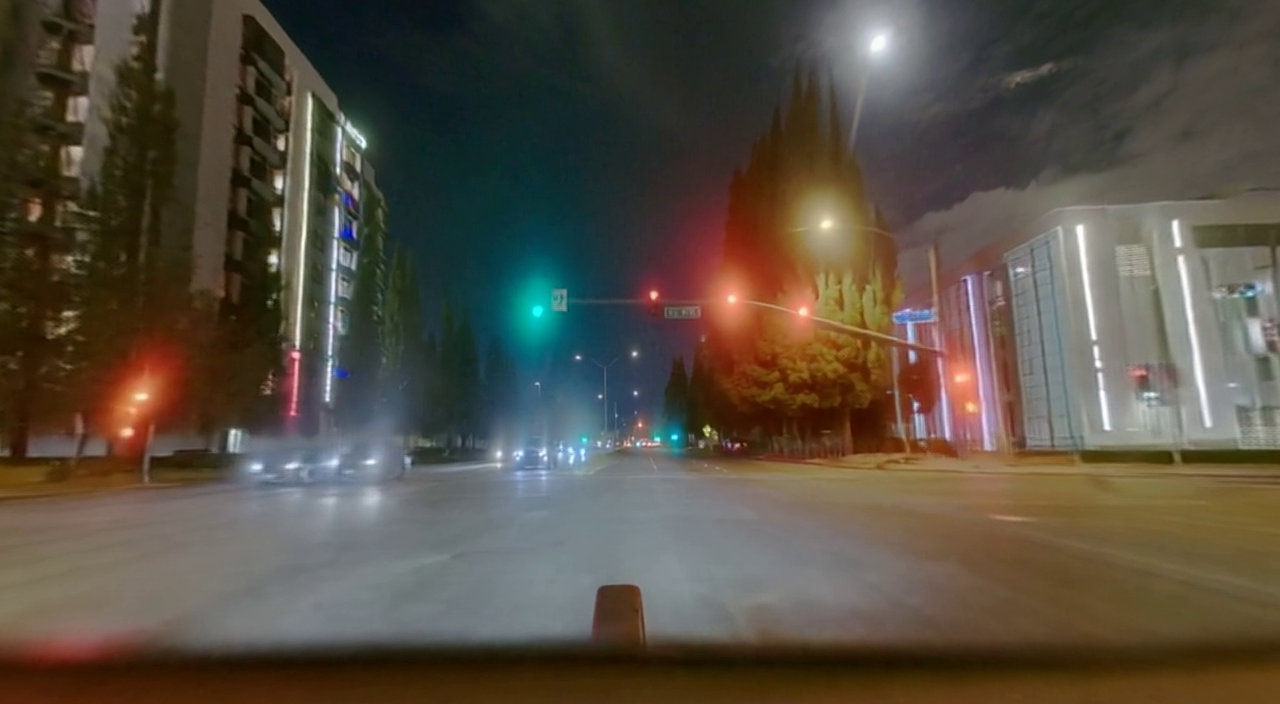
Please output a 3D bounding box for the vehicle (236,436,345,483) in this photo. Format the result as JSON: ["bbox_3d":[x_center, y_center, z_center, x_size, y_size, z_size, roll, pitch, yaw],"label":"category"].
[{"bbox_3d":[-15.723,4.829,28.824,2.164,1.920,4.896,0,-8,0],"label":"vehicle"}]

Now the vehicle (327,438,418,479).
[{"bbox_3d":[-11.861,4.739,28.406,2.041,1.654,4.605,0,-8,0],"label":"vehicle"}]

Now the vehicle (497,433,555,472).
[{"bbox_3d":[-5.520,4.928,31.099,2.098,1.789,4.338,0,-9,-1],"label":"vehicle"}]
